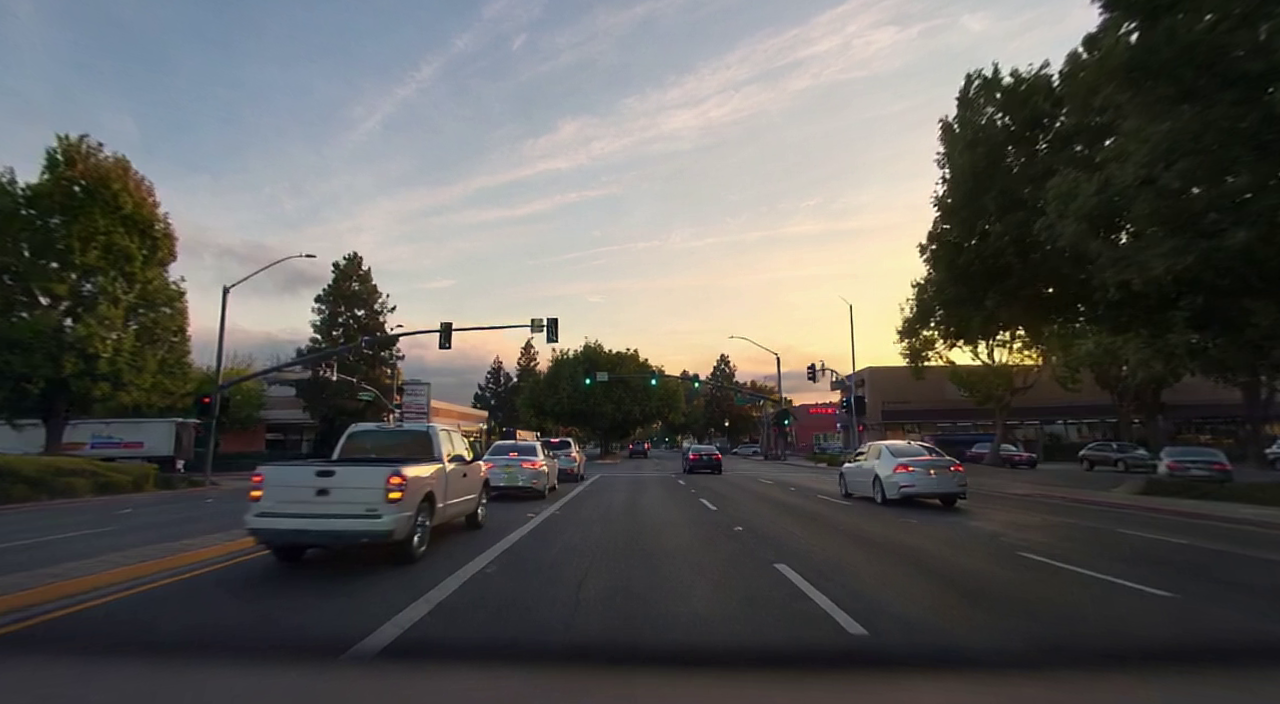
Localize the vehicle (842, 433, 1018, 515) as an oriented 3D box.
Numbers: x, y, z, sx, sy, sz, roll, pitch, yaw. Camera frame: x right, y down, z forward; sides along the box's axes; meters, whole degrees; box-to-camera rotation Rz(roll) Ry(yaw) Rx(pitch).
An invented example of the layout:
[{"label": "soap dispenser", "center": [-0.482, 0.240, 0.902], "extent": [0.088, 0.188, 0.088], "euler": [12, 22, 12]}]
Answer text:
[{"label": "vehicle", "center": [6.706, 2.845, 15.317], "extent": [2.002, 1.651, 4.647], "euler": [0, -8, 0]}]

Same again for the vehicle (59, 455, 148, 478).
[{"label": "vehicle", "center": [-35.991, 7.678, 42.445], "extent": [4.178, 1.449, 1.875], "euler": [0, -8, -3]}]

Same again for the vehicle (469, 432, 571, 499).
[{"label": "vehicle", "center": [-3.384, 3.313, 18.837], "extent": [2.118, 1.721, 4.464], "euler": [0, -8, 1]}]

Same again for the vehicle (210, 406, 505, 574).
[{"label": "vehicle", "center": [-3.569, 1.840, 9.235], "extent": [2.189, 1.808, 4.563], "euler": [0, -8, 0]}]

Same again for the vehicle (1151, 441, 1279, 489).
[{"label": "vehicle", "center": [19.354, 3.698, 21.035], "extent": [4.230, 1.441, 1.935], "euler": [4, -9, -26]}]

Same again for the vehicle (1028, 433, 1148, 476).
[{"label": "vehicle", "center": [19.396, 4.388, 27.325], "extent": [4.688, 1.713, 2.308], "euler": [5, -10, -29]}]

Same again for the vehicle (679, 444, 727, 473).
[{"label": "vehicle", "center": [3.389, 5.775, 34.579], "extent": [2.099, 1.463, 4.365], "euler": [0, -8, -1]}]
